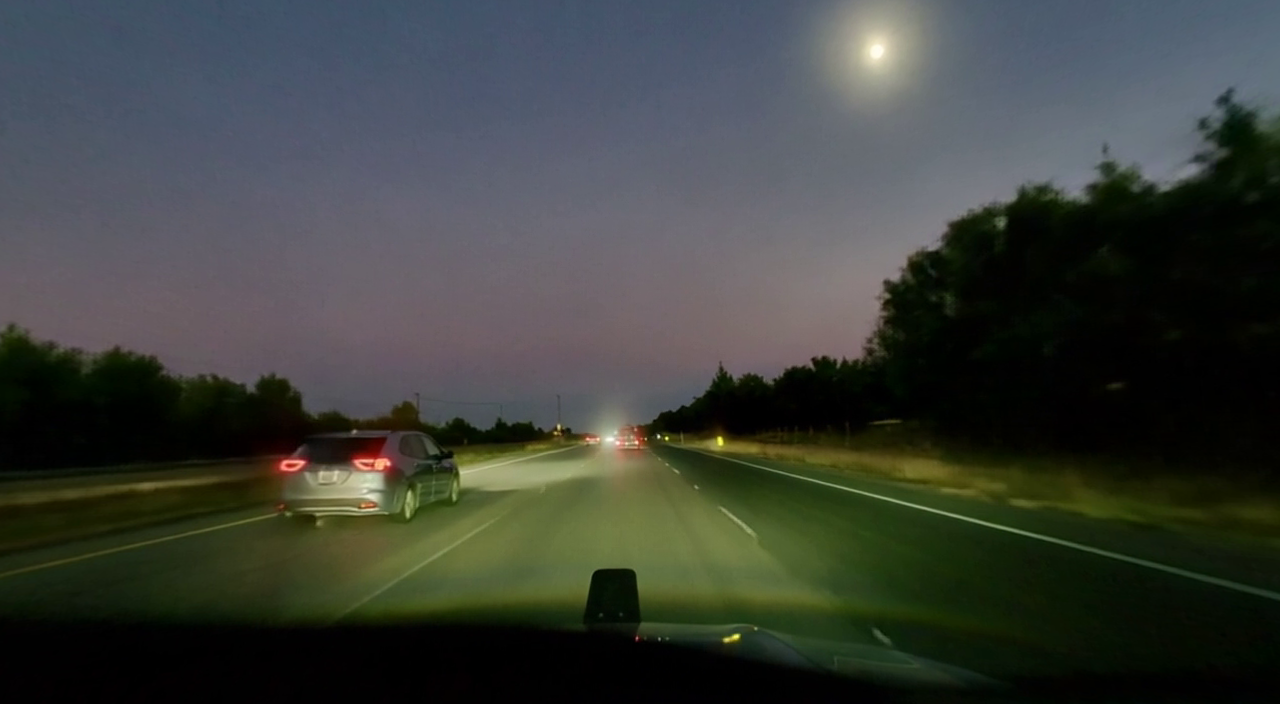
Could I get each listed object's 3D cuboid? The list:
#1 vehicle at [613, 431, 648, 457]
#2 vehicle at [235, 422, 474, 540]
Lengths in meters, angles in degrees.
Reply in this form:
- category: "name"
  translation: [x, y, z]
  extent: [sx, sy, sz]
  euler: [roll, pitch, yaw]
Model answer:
- category: "vehicle"
  translation: [-0.599, 6.078, 41.621]
  extent: [2.162, 1.616, 4.242]
  euler: [0, -8, -1]
- category: "vehicle"
  translation: [-4.186, 1.925, 10.120]
  extent: [1.931, 1.483, 4.105]
  euler: [0, -8, 0]
